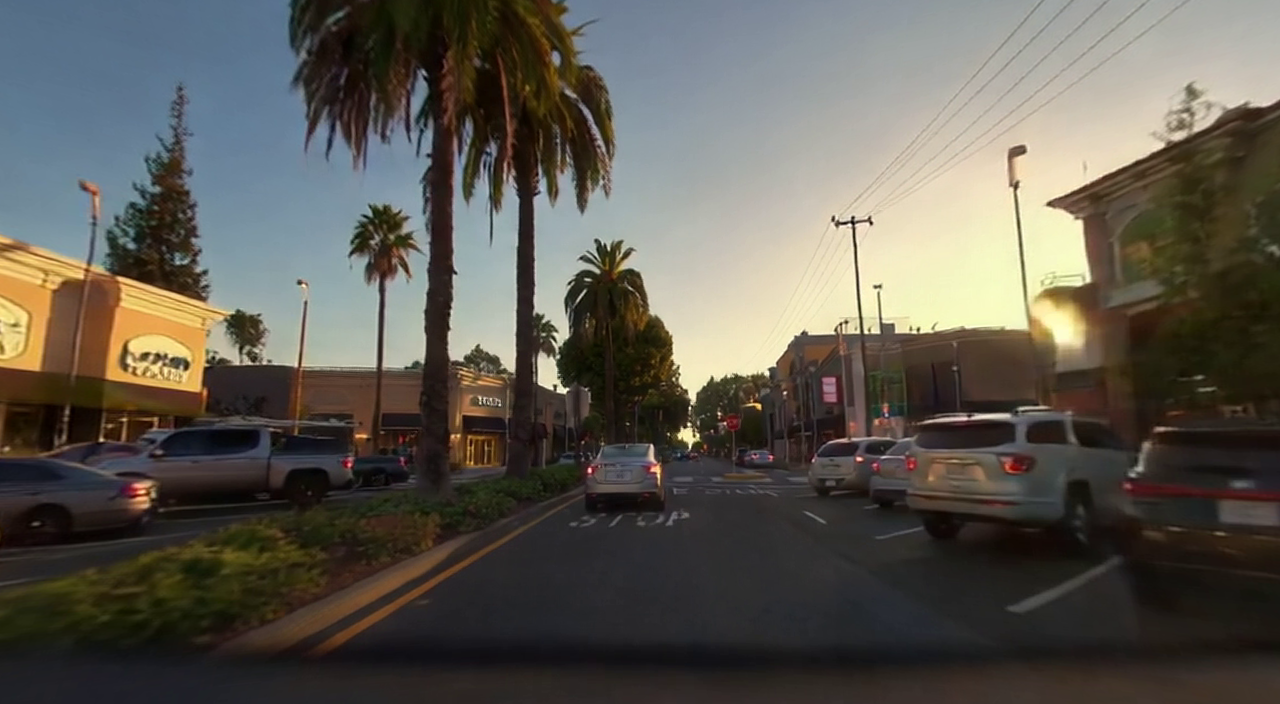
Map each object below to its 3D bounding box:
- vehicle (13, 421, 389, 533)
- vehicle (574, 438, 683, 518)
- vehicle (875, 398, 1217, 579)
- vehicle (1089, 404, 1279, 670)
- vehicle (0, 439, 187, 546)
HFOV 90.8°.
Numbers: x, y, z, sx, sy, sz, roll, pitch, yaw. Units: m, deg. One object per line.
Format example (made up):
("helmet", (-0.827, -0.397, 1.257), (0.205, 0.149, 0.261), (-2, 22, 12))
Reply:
("vehicle", (-10.092, 2.802, 15.177), (6.873, 2.051, 2.823), (8, -11, -43))
("vehicle", (-0.082, 2.669, 13.875), (2.031, 1.479, 3.969), (-1, -9, 4))
("vehicle", (5.626, 1.667, 8.521), (5.021, 1.721, 2.244), (7, -11, -38))
("vehicle", (5.348, 1.249, 4.883), (4.105, 1.509, 1.839), (7, -11, -38))
("vehicle", (-10.552, 2.366, 10.954), (4.190, 1.660, 1.959), (6, -11, -36))
